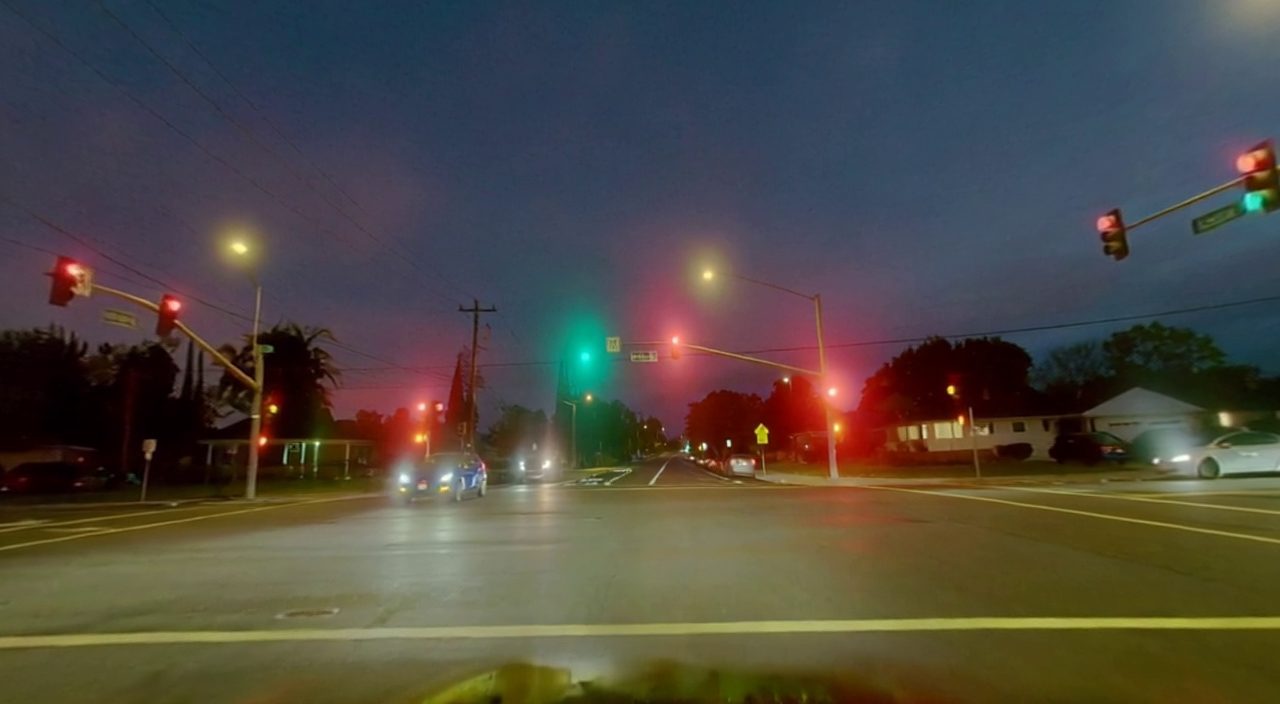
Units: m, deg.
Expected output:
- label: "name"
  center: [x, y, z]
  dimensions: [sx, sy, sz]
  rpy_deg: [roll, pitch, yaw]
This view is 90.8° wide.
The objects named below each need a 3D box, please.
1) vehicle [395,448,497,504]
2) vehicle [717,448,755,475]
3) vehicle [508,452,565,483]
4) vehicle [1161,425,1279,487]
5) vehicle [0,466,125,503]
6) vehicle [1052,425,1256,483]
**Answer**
- label: "vehicle"
  center: [-6.494, 4.166, 21.695]
  dimensions: [1.982, 1.686, 4.195]
  rpy_deg: [-1, -8, 3]
- label: "vehicle"
  center: [6.156, 7.072, 40.932]
  dimensions: [1.891, 1.611, 4.269]
  rpy_deg: [0, -8, 1]
- label: "vehicle"
  center: [-6.038, 6.800, 37.487]
  dimensions: [2.270, 1.605, 4.958]
  rpy_deg: [-1, -8, 3]
- label: "vehicle"
  center: [16.926, 2.743, 16.781]
  dimensions: [4.345, 1.517, 1.913]
  rpy_deg: [0, -8, 2]
- label: "vehicle"
  center: [-30.145, 6.847, 32.962]
  dimensions: [2.106, 1.586, 5.009]
  rpy_deg: [-1, -8, 5]
- label: "vehicle"
  center: [15.990, 3.201, 19.893]
  dimensions: [4.452, 1.711, 2.186]
  rpy_deg: [0, -8, 1]
